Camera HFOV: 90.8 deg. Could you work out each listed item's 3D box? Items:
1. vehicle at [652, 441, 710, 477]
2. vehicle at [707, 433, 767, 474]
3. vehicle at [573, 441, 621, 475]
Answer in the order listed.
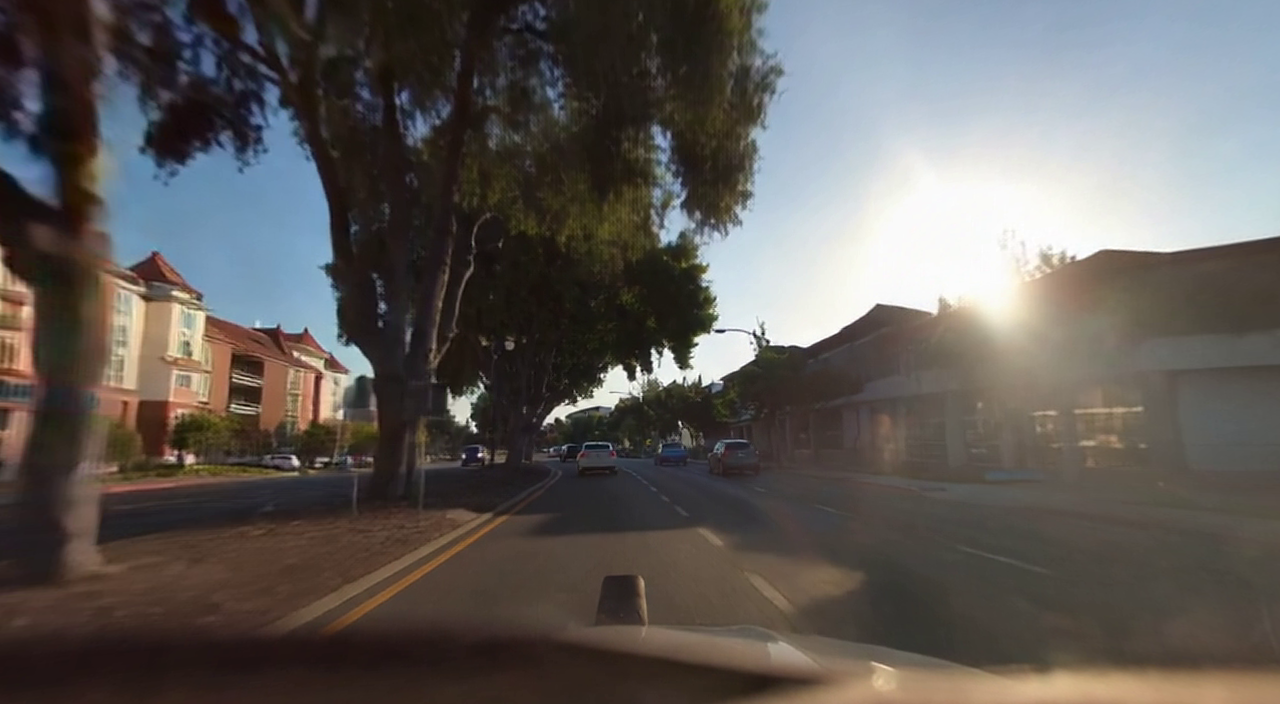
[{"bbox_3d":[1.759,4.836,28.728,1.993,1.477,4.240,0,-9,-5],"label":"vehicle"},{"bbox_3d":[5.066,5.434,33.841,2.052,1.990,4.736,0,-9,-5],"label":"vehicle"},{"bbox_3d":[-2.037,4.952,29.679,2.101,1.444,4.248,0,-9,-4],"label":"vehicle"}]
